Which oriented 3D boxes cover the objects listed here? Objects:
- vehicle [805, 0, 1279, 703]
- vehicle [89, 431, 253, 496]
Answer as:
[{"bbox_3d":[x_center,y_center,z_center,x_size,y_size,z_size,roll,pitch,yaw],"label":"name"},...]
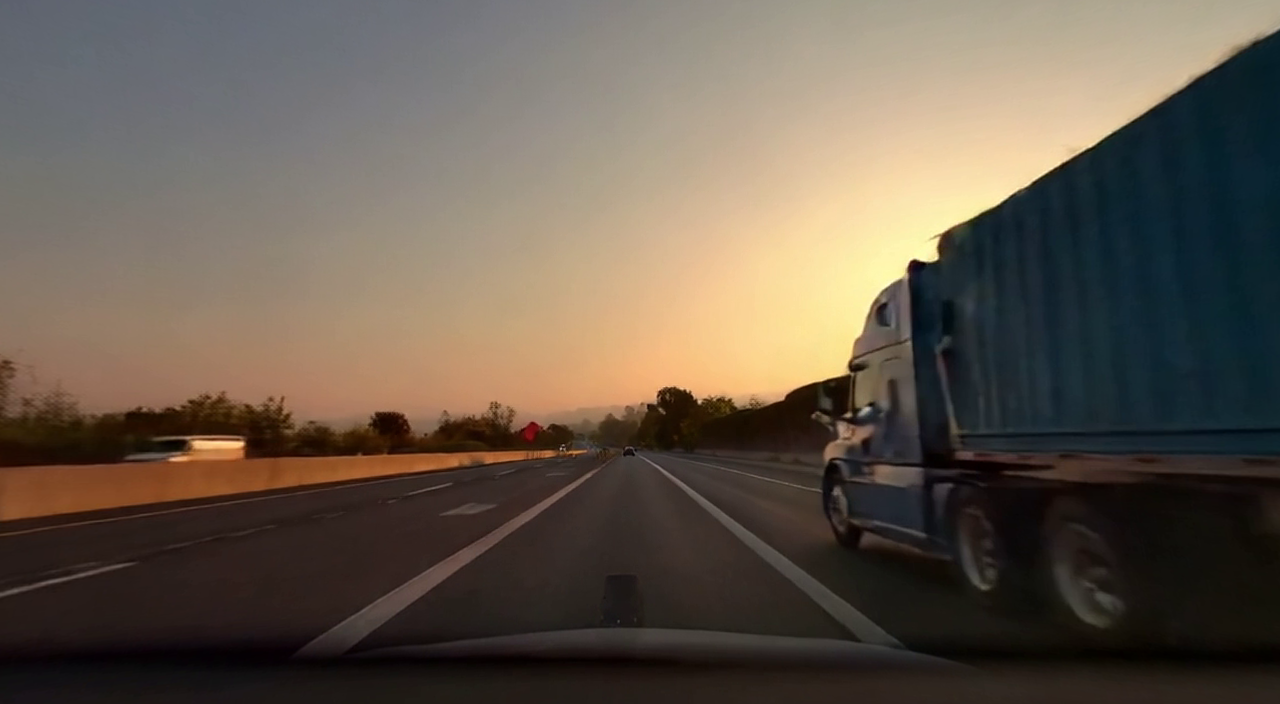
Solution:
[{"bbox_3d":[3.954,0.148,5.737,3.038,3.983,6.291,0,-9,0],"label":"vehicle"},{"bbox_3d":[-21.138,5.043,28.861,2.345,2.583,6.782,0,-9,-1],"label":"vehicle"}]
